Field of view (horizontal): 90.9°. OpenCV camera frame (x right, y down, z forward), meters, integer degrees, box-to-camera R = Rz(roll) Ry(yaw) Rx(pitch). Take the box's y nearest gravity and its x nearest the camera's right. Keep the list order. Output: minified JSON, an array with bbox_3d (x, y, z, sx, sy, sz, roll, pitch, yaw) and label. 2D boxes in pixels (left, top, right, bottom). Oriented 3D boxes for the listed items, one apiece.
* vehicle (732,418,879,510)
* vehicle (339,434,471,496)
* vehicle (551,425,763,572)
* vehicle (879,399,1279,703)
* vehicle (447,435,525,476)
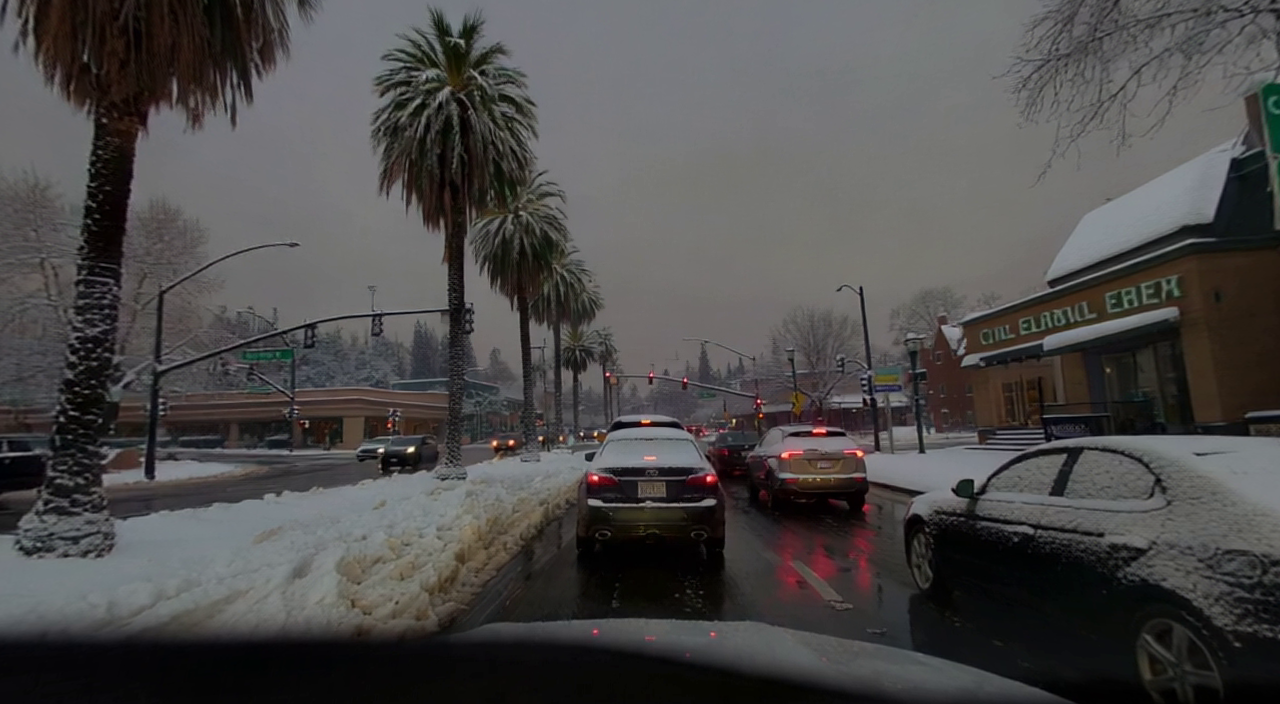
[{"bbox_3d":[3.505,2.467,14.305,2.169,1.751,4.276,0,-8,0],"label":"vehicle"},{"bbox_3d":[-6.250,3.046,17.363,1.900,1.487,4.165,0,-8,2],"label":"vehicle"},{"bbox_3d":[0.183,1.788,8.463,2.140,1.474,4.026,0,-8,0],"label":"vehicle"},{"bbox_3d":[3.544,1.226,4.473,1.910,1.490,4.661,0,-8,1],"label":"vehicle"},{"bbox_3d":[-6.034,4.098,25.225,1.822,1.456,4.396,-1,-8,2],"label":"vehicle"}]
